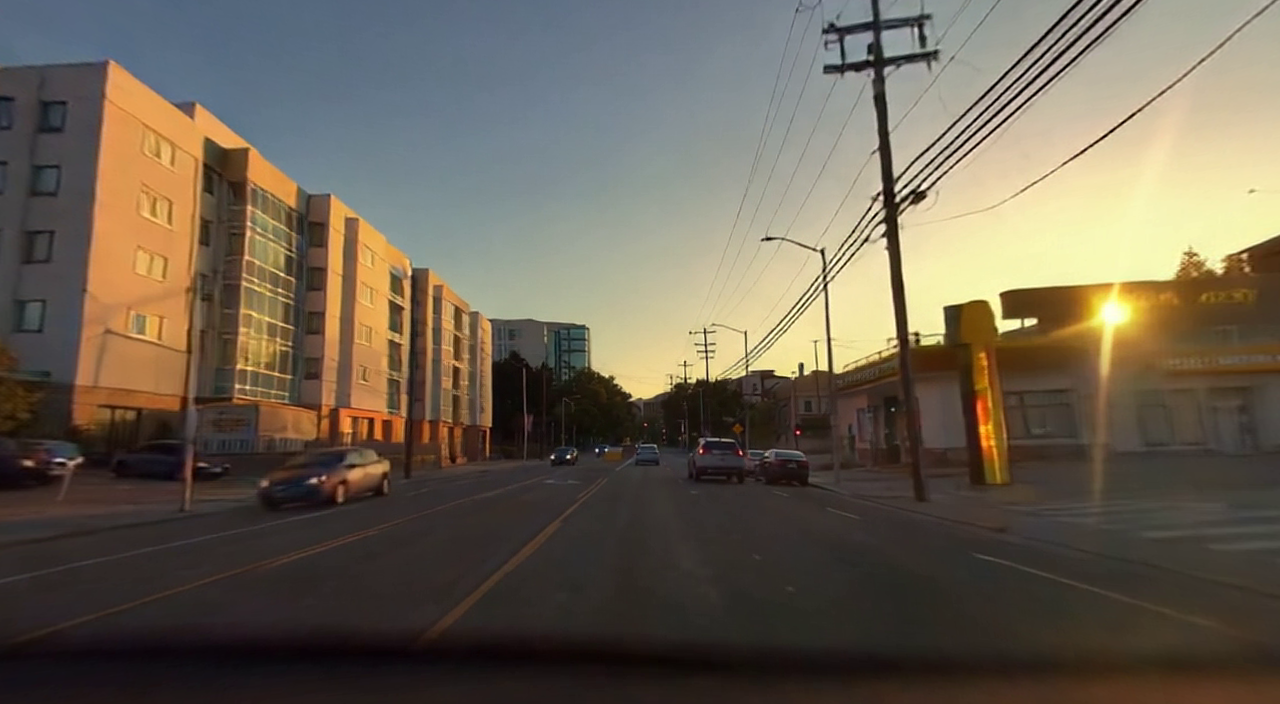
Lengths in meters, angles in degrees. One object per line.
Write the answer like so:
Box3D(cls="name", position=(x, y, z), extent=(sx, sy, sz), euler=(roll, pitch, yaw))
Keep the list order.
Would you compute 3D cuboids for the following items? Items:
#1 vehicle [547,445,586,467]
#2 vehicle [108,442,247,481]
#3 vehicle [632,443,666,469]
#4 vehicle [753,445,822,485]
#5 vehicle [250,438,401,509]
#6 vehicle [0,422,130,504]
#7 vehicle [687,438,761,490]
Box3D(cls="vehicle", position=(-5.169, 7.367, 44.985), extent=(2.033, 1.495, 4.216), euler=(0, -8, 3))
Box3D(cls="vehicle", position=(-18.532, 4.376, 25.454), extent=(4.182, 1.486, 1.808), euler=(0, -8, 1))
Box3D(cls="vehicle", position=(0.580, 6.430, 39.405), extent=(1.999, 1.487, 3.939), euler=(0, -8, 2))
Box3D(cls="vehicle", position=(6.168, 4.756, 26.960), extent=(1.914, 1.513, 4.474), euler=(0, -8, 1))
Box3D(cls="vehicle", position=(-8.924, 3.437, 18.468), extent=(2.000, 1.796, 4.529), euler=(0, -8, 1))
Box3D(cls="vehicle", position=(-17.014, 2.883, 16.724), extent=(4.953, 1.934, 2.520), euler=(0, -9, 6))
Box3D(cls="vehicle", position=(2.847, 3.870, 22.324), extent=(1.945, 1.647, 4.160), euler=(0, -8, -1))
